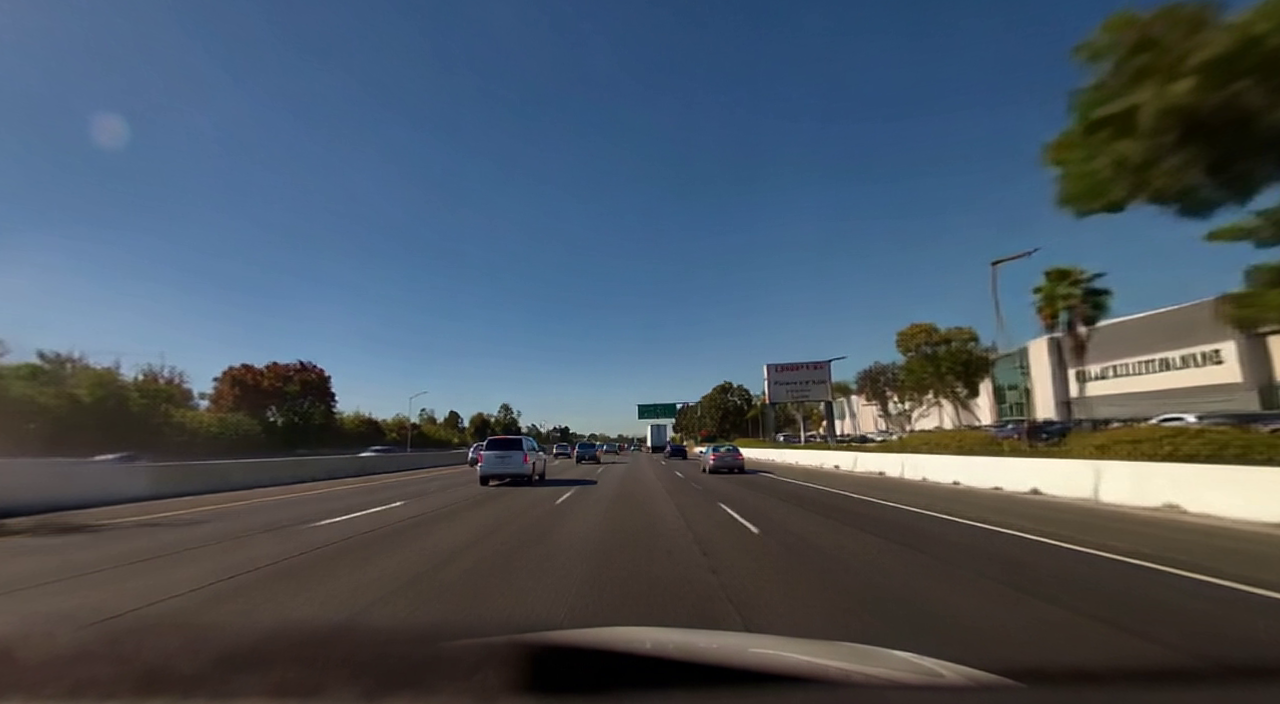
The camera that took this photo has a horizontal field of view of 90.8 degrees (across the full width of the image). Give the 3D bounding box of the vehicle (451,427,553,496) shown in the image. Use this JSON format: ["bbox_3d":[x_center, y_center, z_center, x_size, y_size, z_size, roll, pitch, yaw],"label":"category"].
[{"bbox_3d":[-3.910,3.185,18.703,1.987,1.765,4.508,0,-8,0],"label":"vehicle"}]

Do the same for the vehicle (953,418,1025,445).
[{"bbox_3d":[27.433,6.376,49.950,2.098,1.922,6.223,-1,-9,-1],"label":"vehicle"}]

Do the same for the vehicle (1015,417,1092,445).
[{"bbox_3d":[32.367,6.250,49.689,2.264,1.993,5.565,-1,-9,0],"label":"vehicle"}]

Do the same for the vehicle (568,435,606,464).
[{"bbox_3d":[-3.867,7.308,47.427,2.410,1.981,5.355,0,-8,0],"label":"vehicle"}]

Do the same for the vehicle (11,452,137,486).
[{"bbox_3d":[-27.983,5.756,31.468,1.949,1.470,4.676,0,-8,0],"label":"vehicle"}]

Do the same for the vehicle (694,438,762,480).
[{"bbox_3d":[3.464,4.315,25.804,1.957,1.510,4.643,0,-8,-2],"label":"vehicle"}]

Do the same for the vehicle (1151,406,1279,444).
[{"bbox_3d":[32.512,4.224,35.805,2.133,1.930,5.924,-1,-8,0],"label":"vehicle"}]
